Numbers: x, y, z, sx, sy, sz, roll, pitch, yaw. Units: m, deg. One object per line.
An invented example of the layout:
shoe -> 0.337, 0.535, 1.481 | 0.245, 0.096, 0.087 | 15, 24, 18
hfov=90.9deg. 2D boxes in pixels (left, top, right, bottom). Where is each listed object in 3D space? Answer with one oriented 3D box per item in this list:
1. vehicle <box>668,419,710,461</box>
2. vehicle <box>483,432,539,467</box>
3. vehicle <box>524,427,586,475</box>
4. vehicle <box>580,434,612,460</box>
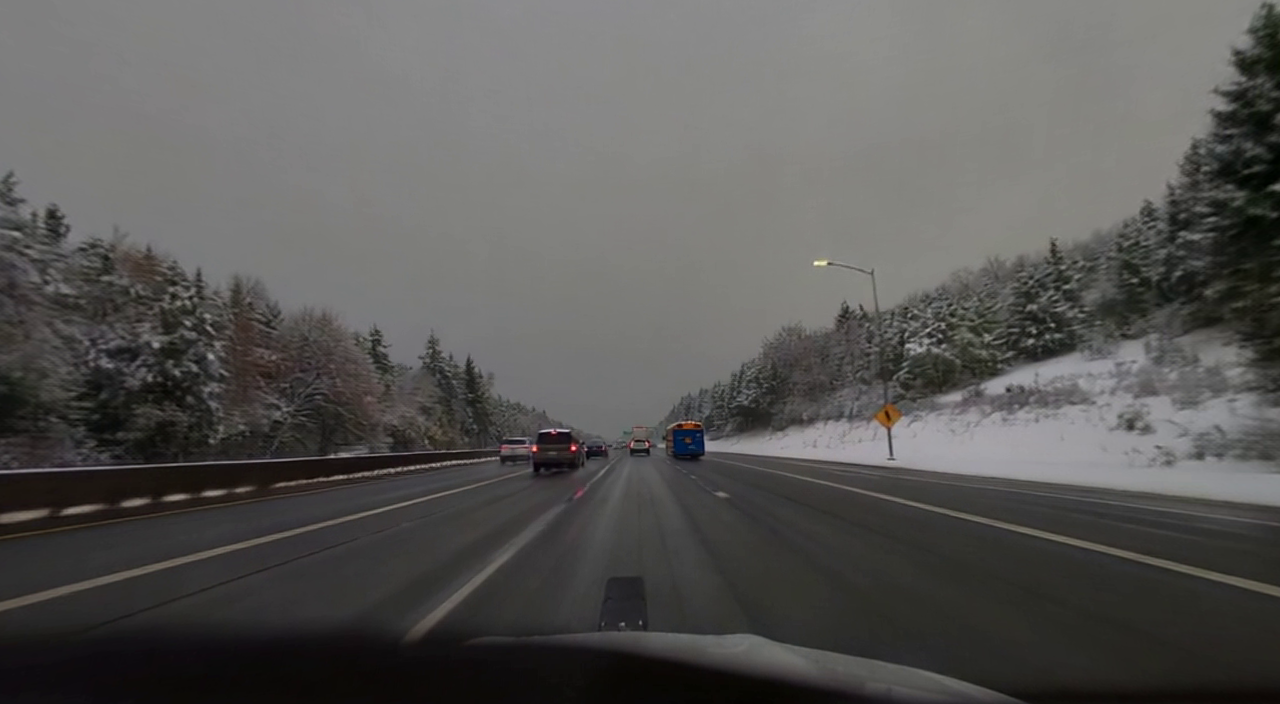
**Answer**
vehicle -> 3.547, 6.603, 47.143 | 2.573, 2.828, 6.754 | 0, -8, 0
vehicle -> -7.423, 5.709, 36.859 | 2.217, 1.870, 5.075 | 0, -8, 0
vehicle -> -3.596, 4.283, 27.464 | 2.016, 1.898, 4.458 | 0, -8, 1
vehicle -> -3.374, 7.411, 49.234 | 2.155, 1.843, 4.567 | 0, -8, 0
